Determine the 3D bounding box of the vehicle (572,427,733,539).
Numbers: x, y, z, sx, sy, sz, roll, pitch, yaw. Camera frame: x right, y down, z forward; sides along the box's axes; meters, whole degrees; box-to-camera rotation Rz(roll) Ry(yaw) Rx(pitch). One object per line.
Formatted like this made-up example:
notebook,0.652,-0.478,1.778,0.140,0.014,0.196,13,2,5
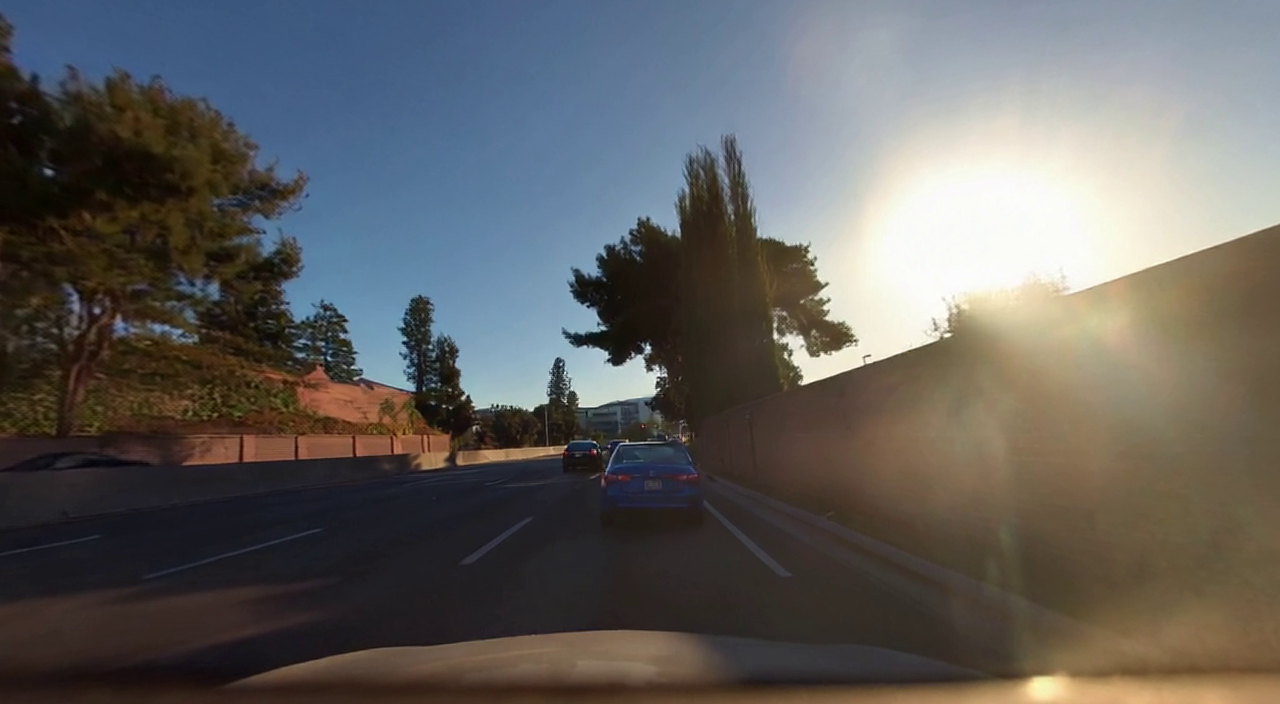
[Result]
vehicle,0.132,2.104,10.821,2.205,1.509,4.272,0,-8,-1
